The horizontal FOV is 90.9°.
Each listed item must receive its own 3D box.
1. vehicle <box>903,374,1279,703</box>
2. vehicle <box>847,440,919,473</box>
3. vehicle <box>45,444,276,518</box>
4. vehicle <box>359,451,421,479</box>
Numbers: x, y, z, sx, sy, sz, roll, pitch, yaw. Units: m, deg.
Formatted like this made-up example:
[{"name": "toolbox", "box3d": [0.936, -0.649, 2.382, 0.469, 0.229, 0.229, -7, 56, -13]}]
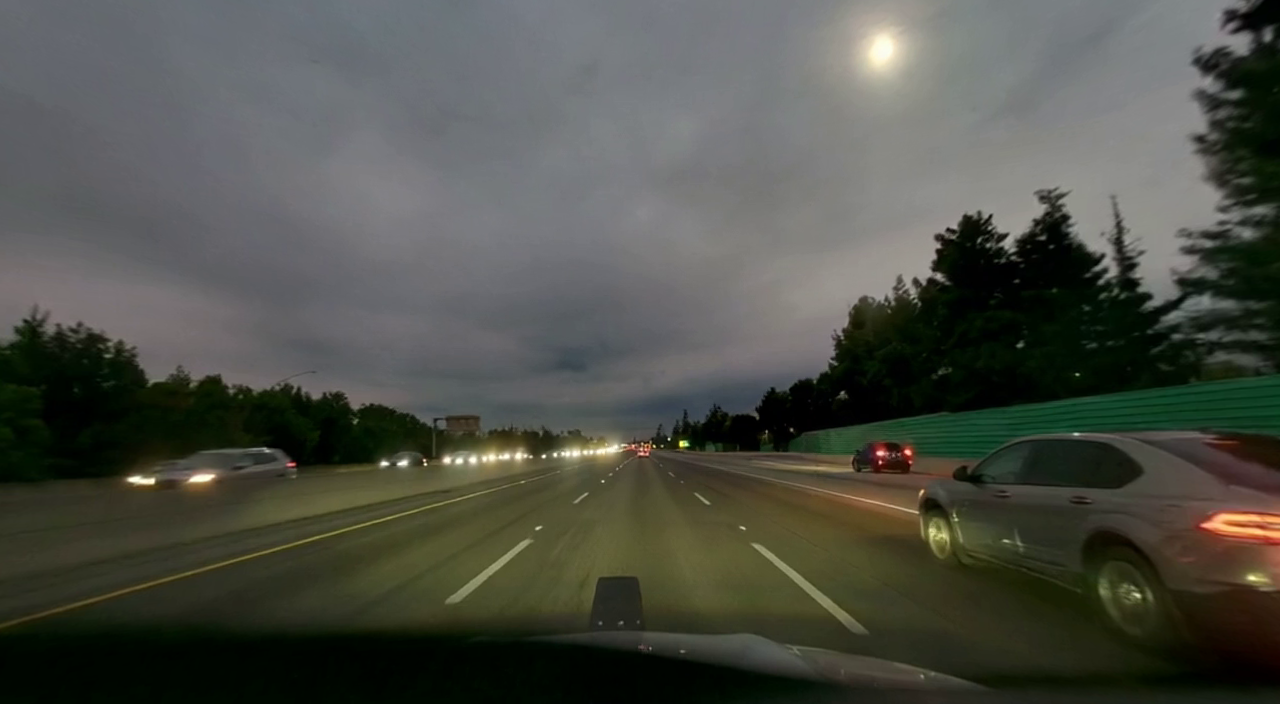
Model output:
[{"name": "vehicle", "box3d": [3.777, 1.190, 4.528, 1.930, 1.628, 4.099, 0, -9, -1]}, {"name": "vehicle", "box3d": [12.673, 5.463, 33.159, 2.163, 1.596, 3.997, 0, -9, -1]}, {"name": "vehicle", "box3d": [-10.856, 2.924, 14.814, 1.910, 1.457, 4.452, 0, -9, 0]}, {"name": "vehicle", "box3d": [-15.619, 7.029, 39.605, 1.896, 1.625, 4.723, 0, -9, 1]}]
